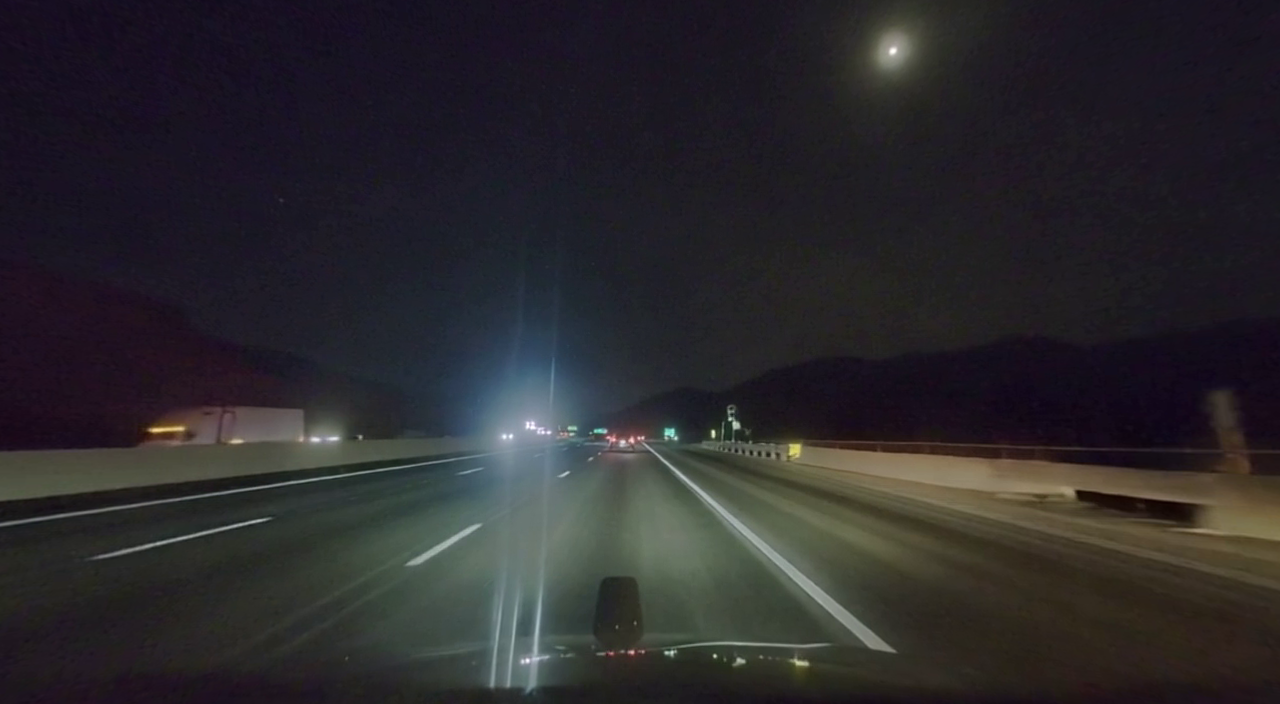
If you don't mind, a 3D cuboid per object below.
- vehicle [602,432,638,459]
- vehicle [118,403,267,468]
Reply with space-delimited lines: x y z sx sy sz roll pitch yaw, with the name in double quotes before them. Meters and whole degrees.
"vehicle" -1.132 5.347 36.055 1.948 1.470 3.913 0 -8 -2
"vehicle" -23.708 4.482 33.920 2.648 3.105 7.345 0 -8 -1
